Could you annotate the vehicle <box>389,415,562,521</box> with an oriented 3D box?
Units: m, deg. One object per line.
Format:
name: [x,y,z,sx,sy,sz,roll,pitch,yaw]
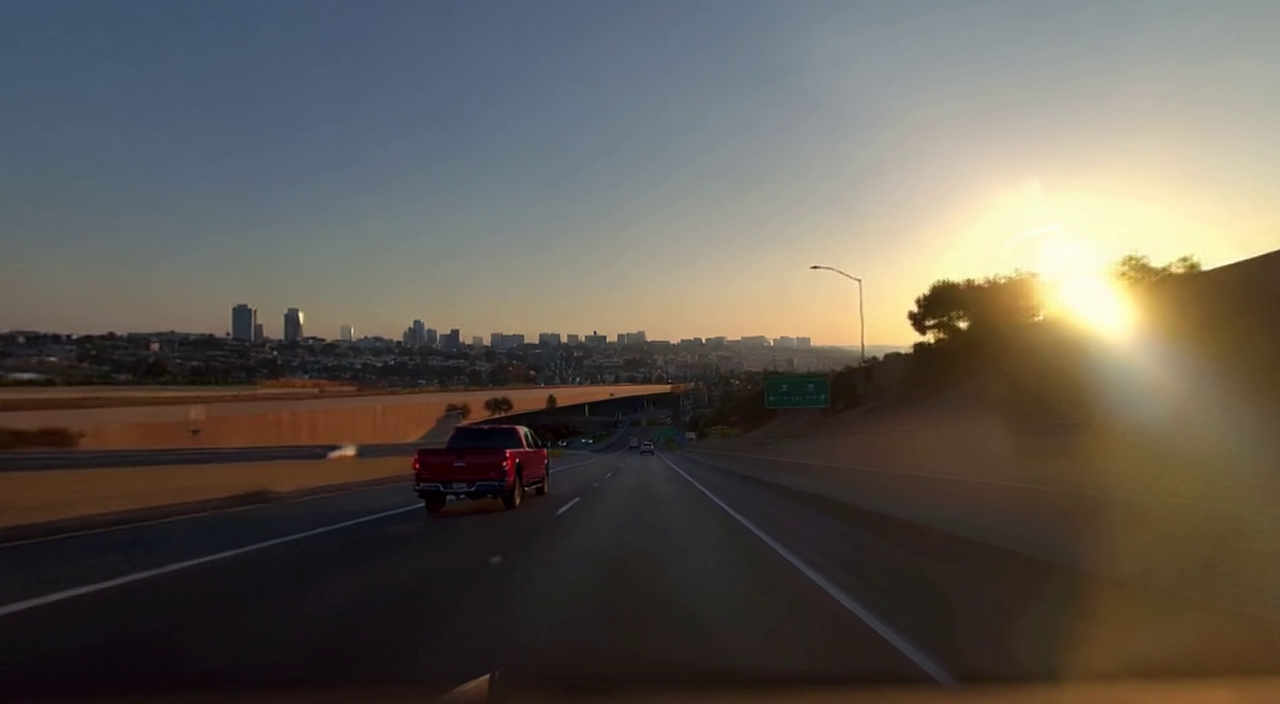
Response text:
vehicle: [-3.386,2.554,14.455,2.350,1.932,5.562,-1,-9,1]
